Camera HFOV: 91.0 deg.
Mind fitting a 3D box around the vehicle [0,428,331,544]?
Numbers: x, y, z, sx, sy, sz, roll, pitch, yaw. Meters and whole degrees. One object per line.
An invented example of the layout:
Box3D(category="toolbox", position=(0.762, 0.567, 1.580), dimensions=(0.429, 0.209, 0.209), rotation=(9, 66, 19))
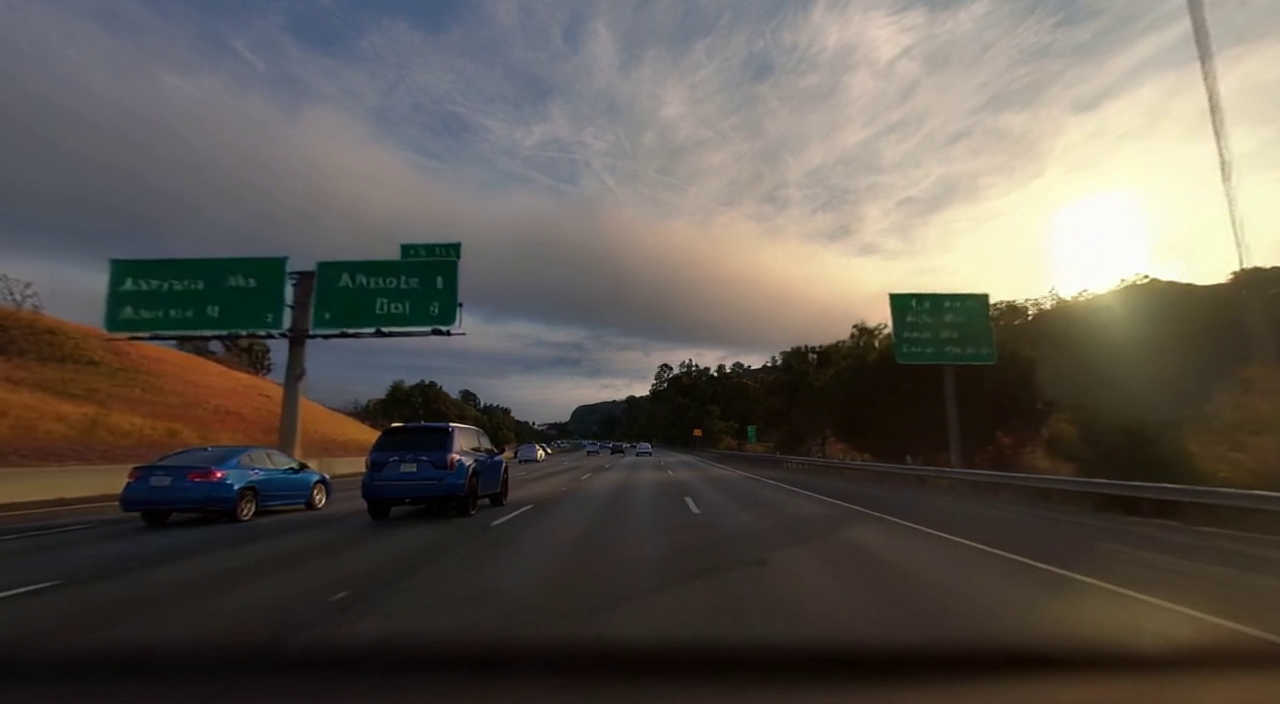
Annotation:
Box3D(category="vehicle", position=(-7.604, 2.133, 10.789), dimensions=(1.984, 1.508, 4.935), rotation=(0, -9, 2))

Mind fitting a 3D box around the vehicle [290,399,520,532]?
Box3D(category="vehicle", position=(-3.960, 2.050, 11.840), dimensions=(2.219, 1.947, 4.924), rotation=(0, -9, 2))

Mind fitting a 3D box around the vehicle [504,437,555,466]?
Box3D(category="vehicle", position=(-6.632, 6.031, 38.338), dimensions=(2.069, 1.636, 4.483), rotation=(0, -9, 2))

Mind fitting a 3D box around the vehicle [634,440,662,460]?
Box3D(category="vehicle", position=(0.628, 7.756, 49.894), dimensions=(2.125, 1.539, 4.356), rotation=(0, -9, 1))
